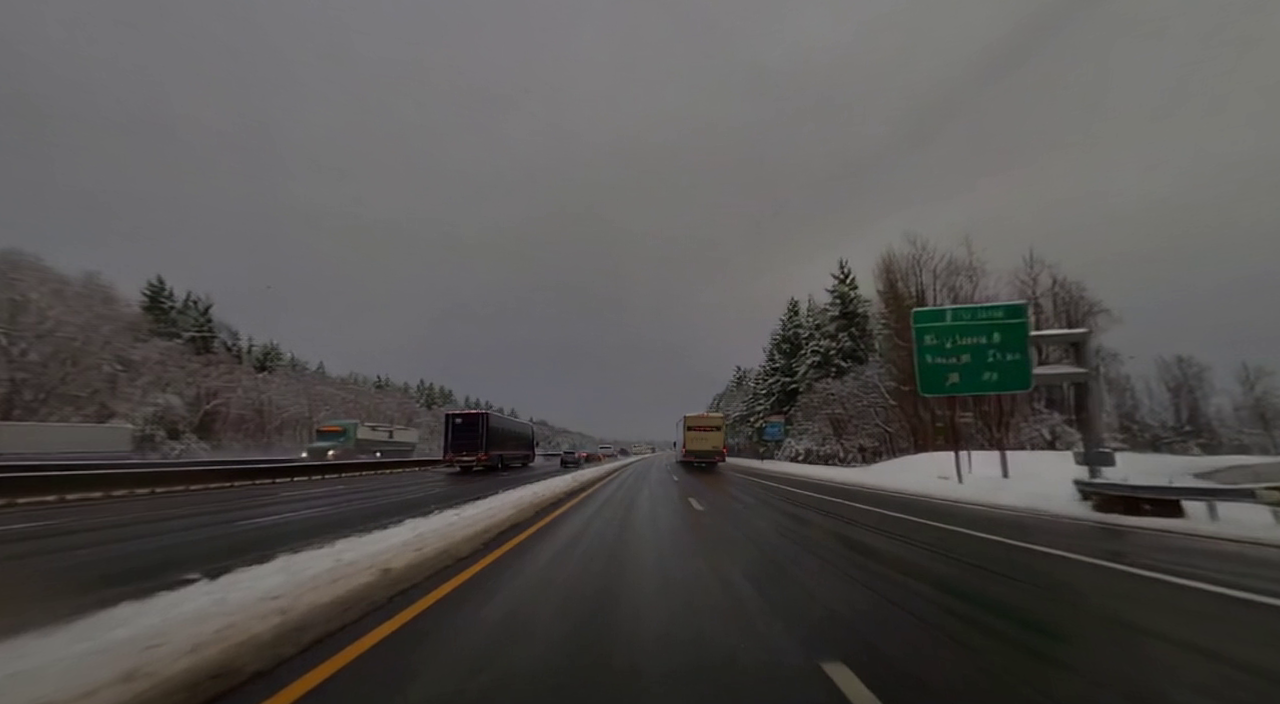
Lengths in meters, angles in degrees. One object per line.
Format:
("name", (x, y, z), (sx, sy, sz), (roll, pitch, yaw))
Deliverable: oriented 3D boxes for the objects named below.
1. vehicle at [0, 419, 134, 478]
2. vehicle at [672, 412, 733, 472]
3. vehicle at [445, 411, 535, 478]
("vehicle", (-42.195, 6.652, 43.438), (3.020, 3.707, 13.668), (-1, -9, 2))
("vehicle", (4.119, 6.510, 45.014), (2.928, 3.595, 13.975), (0, -9, 0))
("vehicle", (-10.336, 6.734, 45.672), (2.891, 4.062, 14.230), (0, -9, 1))
